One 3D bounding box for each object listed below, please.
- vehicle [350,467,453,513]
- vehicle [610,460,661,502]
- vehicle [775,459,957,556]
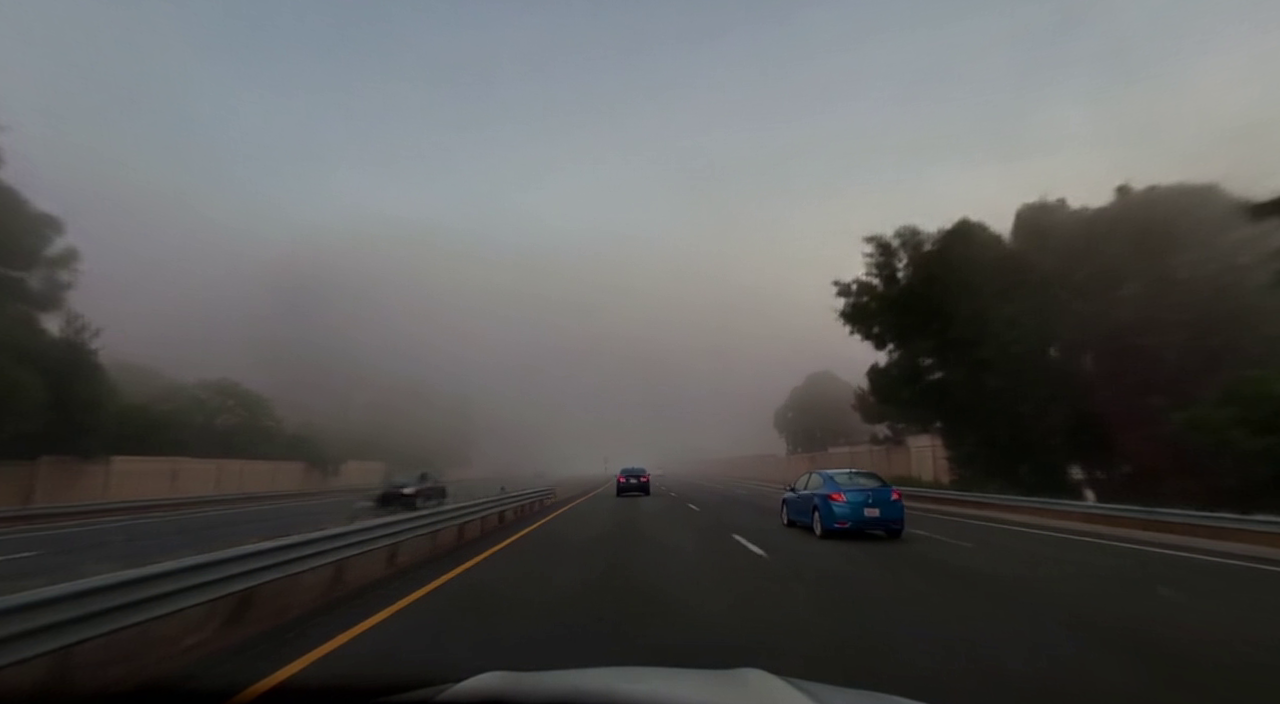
[{"bbox_3d":[-8.476,4.945,22.894,2.006,1.468,4.450,1,-11,0],"label":"vehicle"},{"bbox_3d":[-0.196,5.532,27.188,2.037,1.605,3.833,1,-11,0],"label":"vehicle"},{"bbox_3d":[4.037,2.863,12.112,1.938,1.494,4.032,1,-11,-1],"label":"vehicle"}]
